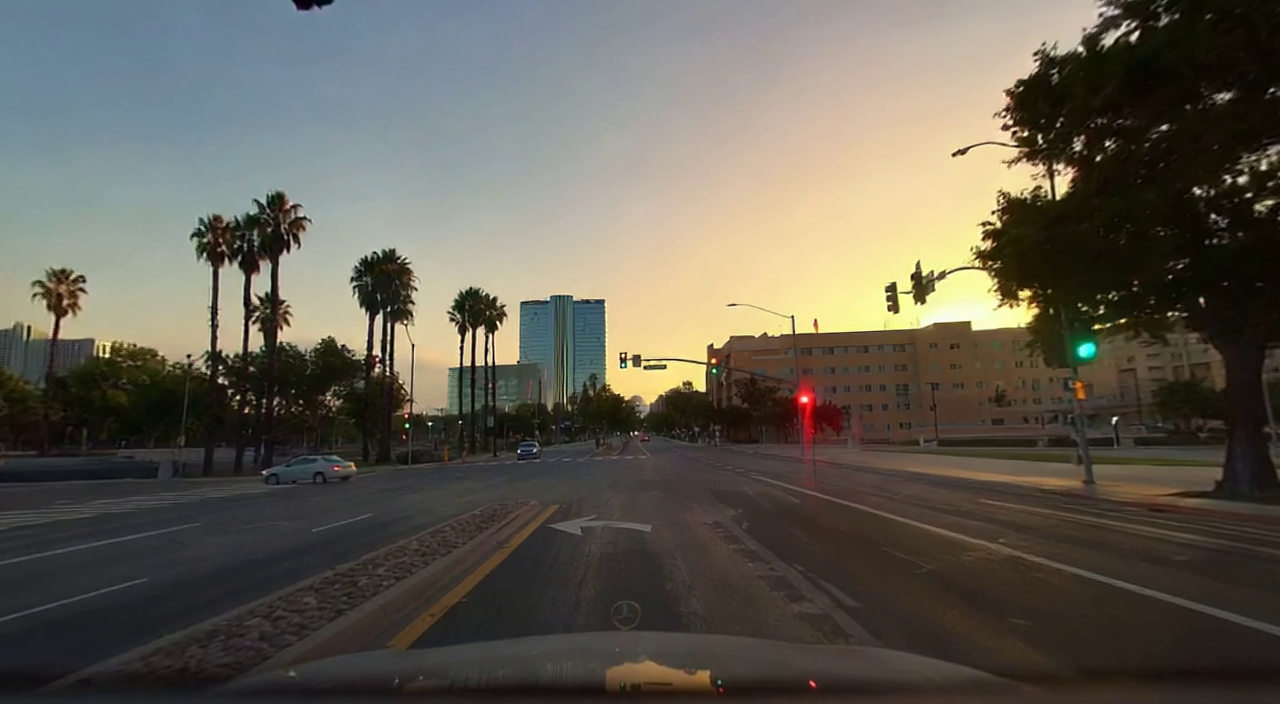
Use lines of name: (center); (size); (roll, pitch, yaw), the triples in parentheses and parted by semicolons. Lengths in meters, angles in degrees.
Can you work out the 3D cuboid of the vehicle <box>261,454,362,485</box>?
vehicle: (-16.698, 5.939, 32.174); (4.386, 1.481, 2.037); (-3, -9, 19)
